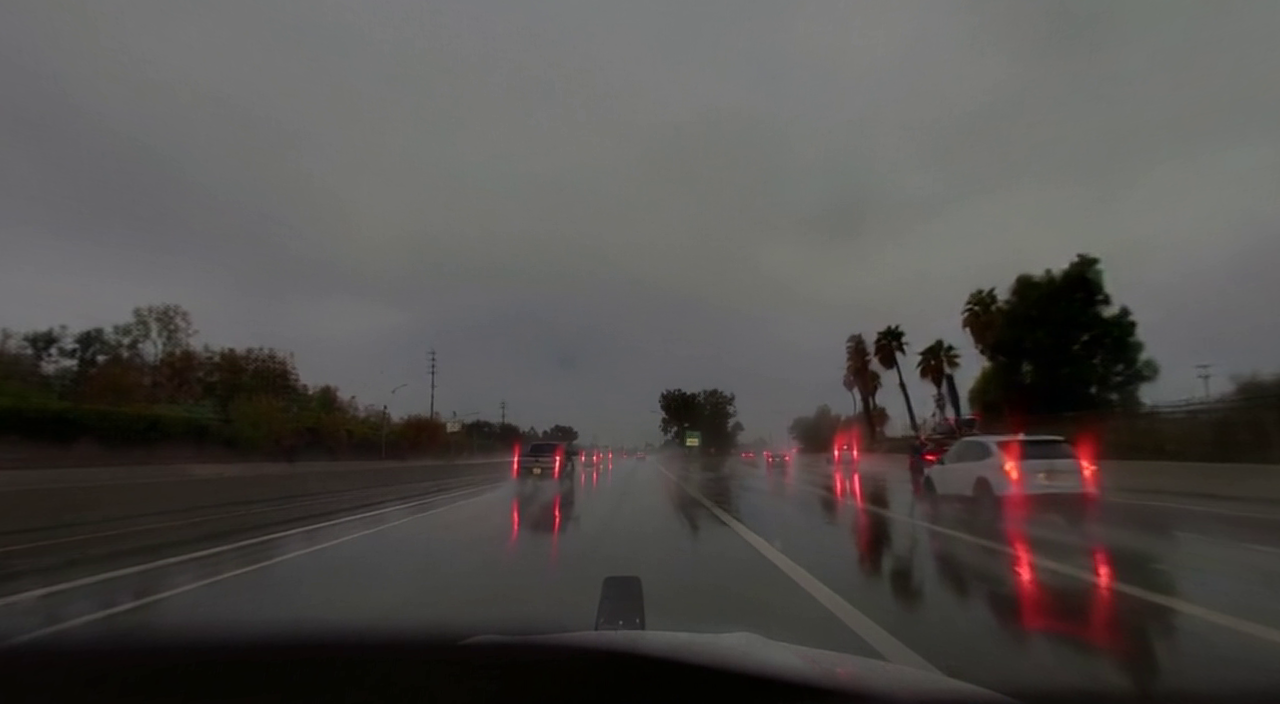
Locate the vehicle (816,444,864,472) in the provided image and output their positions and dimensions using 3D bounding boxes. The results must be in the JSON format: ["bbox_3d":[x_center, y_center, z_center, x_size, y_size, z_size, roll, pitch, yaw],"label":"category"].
[{"bbox_3d":[13.623,7.239,43.201,1.991,1.755,4.836,-1,-9,3],"label":"vehicle"}]

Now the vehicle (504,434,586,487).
[{"bbox_3d":[-3.791,4.503,26.391,2.420,1.937,5.916,0,-9,1],"label":"vehicle"}]

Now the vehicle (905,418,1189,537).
[{"bbox_3d":[7.320,2.328,12.305,2.303,1.791,5.247,-1,-9,4],"label":"vehicle"}]
